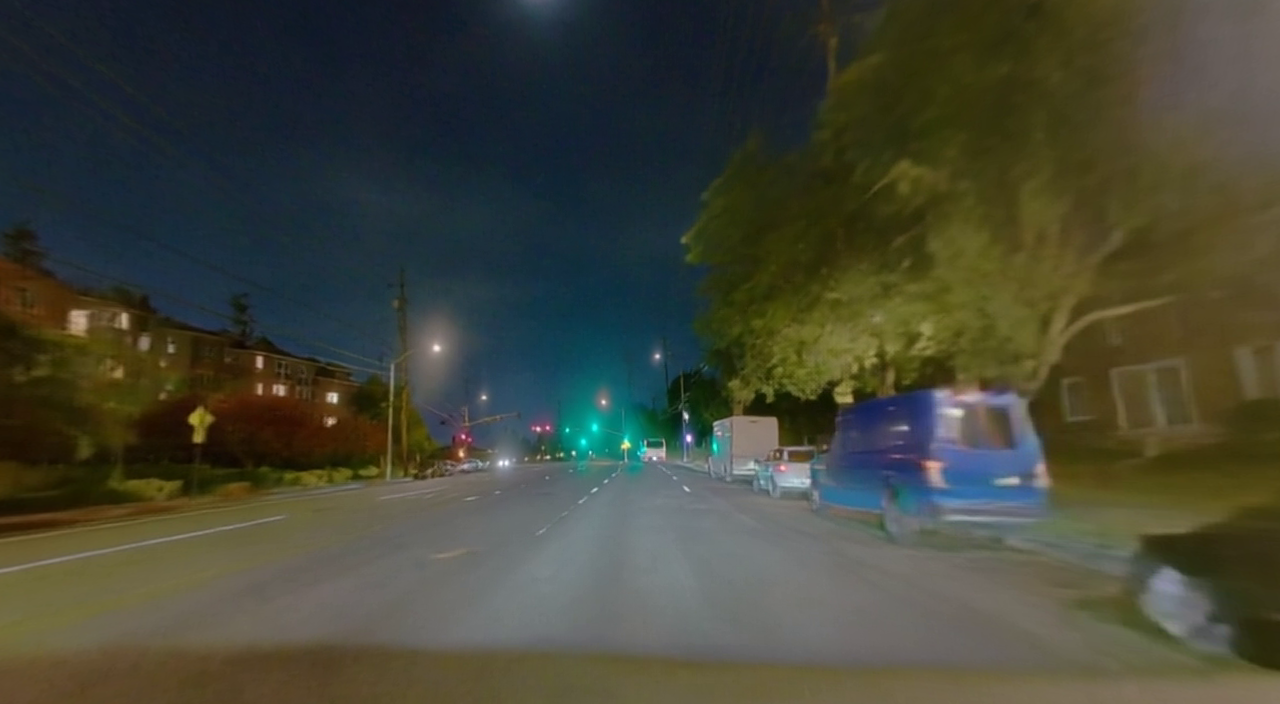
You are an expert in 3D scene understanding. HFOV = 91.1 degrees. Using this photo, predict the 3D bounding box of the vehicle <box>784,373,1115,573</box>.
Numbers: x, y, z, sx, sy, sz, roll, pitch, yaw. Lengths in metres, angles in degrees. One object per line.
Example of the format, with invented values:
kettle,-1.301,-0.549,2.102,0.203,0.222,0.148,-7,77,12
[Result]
vehicle,4.042,1.771,9.852,2.293,2.171,5.871,0,-9,1

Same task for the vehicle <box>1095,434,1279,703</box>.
vehicle,4.146,0.969,2.085,1.804,1.432,4.594,0,-9,0

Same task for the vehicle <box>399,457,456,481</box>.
vehicle,-14.555,7.991,43.258,1.990,1.487,4.767,-1,-9,4

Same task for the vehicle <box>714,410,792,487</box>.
vehicle,4.643,4.117,26.831,2.229,2.912,5.697,0,-9,0
